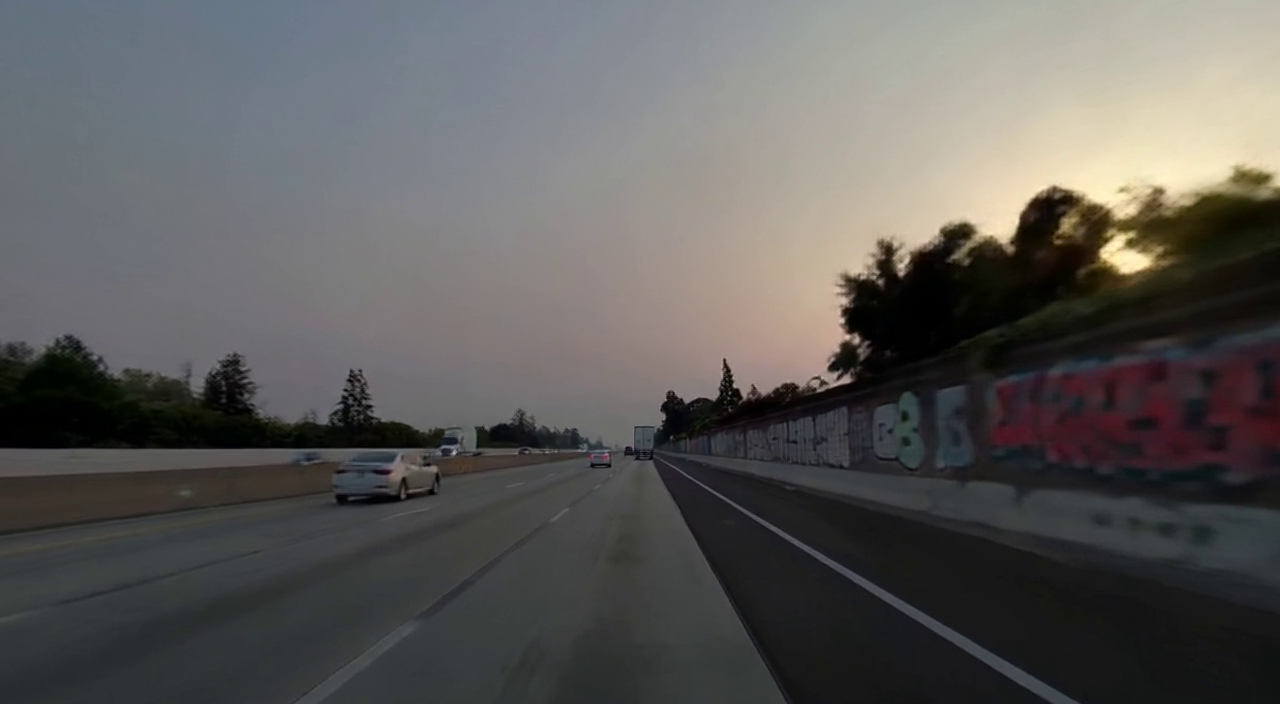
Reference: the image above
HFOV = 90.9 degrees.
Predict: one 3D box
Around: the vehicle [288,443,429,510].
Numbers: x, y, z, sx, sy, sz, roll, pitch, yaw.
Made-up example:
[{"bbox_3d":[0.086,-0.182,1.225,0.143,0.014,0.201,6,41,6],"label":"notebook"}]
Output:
[{"bbox_3d":[-6.700,2.975,15.408,2.027,1.431,3.033,0,-9,0],"label":"vehicle"}]
